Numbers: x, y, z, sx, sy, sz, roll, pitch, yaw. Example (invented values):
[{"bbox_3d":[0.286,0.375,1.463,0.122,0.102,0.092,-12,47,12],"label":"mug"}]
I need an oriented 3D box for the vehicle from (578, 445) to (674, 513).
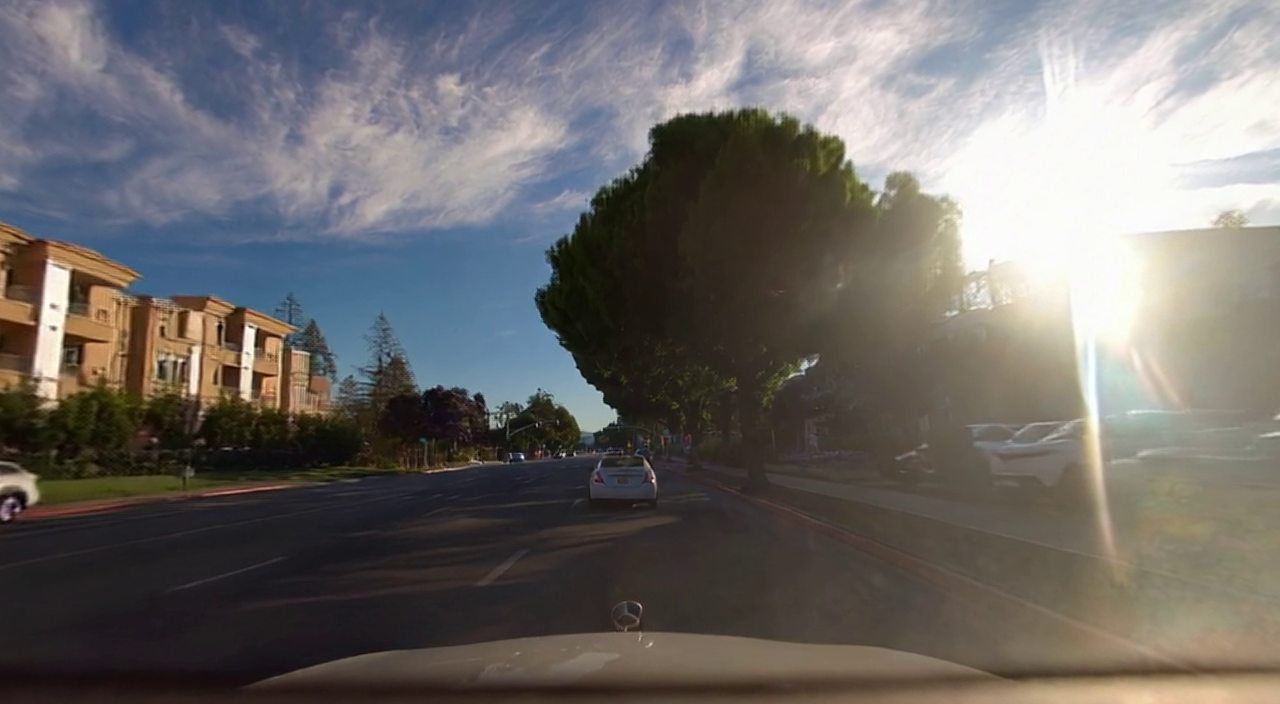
[{"bbox_3d":[-0.350,3.153,16.205,2.116,1.479,4.358,0,-9,-1],"label":"vehicle"}]
